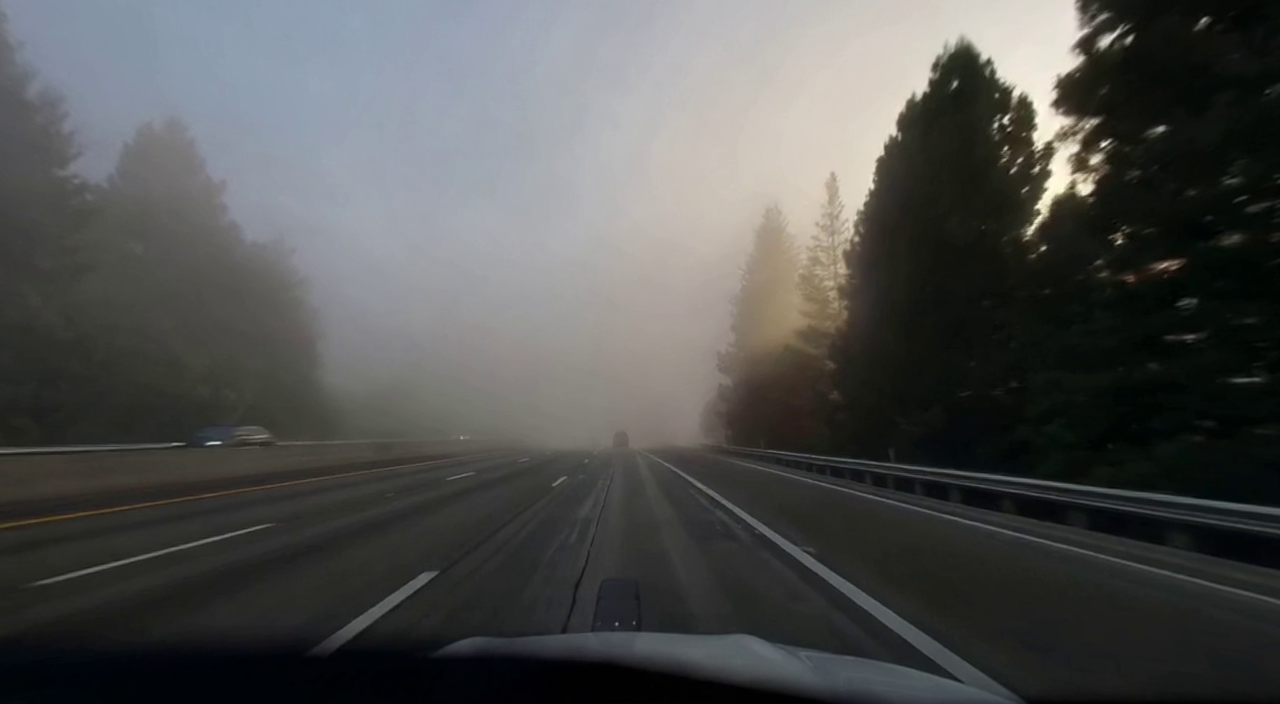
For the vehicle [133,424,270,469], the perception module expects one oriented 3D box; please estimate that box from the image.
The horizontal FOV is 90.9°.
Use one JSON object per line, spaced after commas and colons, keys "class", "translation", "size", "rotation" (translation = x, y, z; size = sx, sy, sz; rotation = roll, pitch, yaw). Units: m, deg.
{"class": "vehicle", "translation": [-16.110, 3.480, 23.490], "size": [1.977, 1.519, 4.429], "rotation": [0, -8, -1]}
